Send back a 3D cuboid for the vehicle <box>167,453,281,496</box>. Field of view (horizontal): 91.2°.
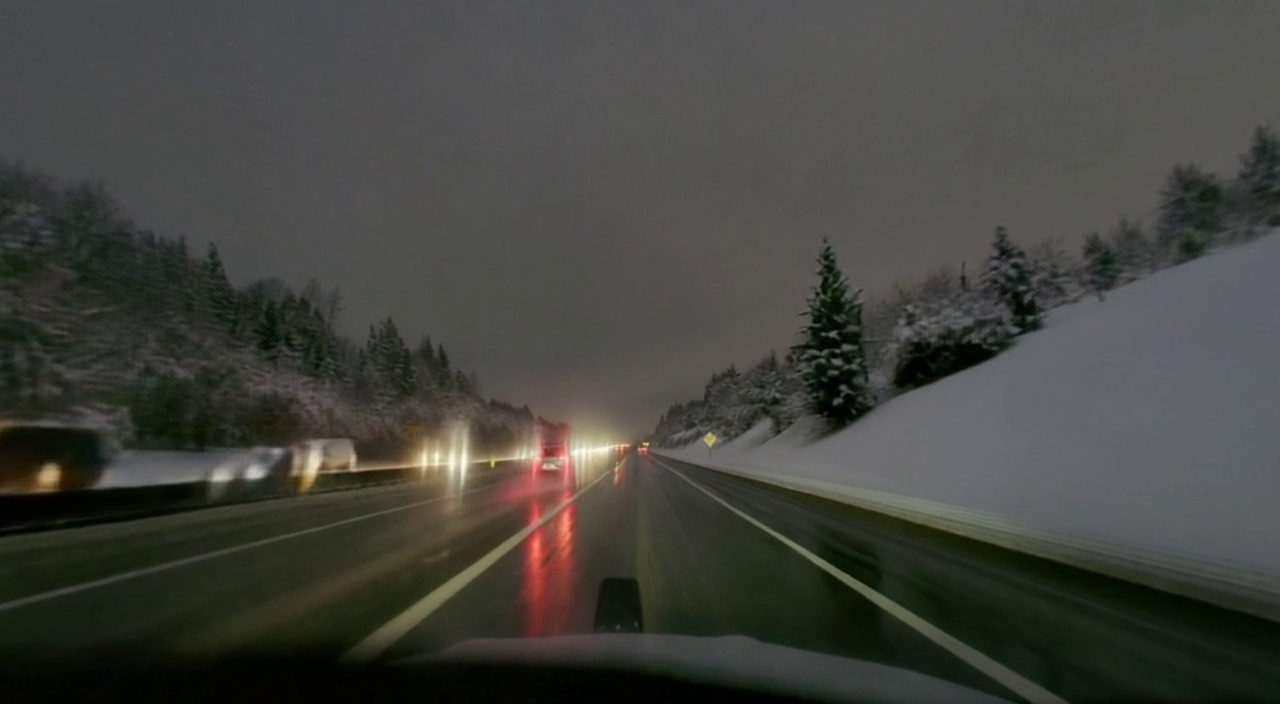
[{"bbox_3d":[-15.747,4.635,24.007,1.747,1.445,3.820,0,-9,0],"label":"vehicle"}]

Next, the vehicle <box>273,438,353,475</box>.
[{"bbox_3d":[-23.598,7.537,45.581,2.328,2.459,6.171,-1,-9,1],"label":"vehicle"}]

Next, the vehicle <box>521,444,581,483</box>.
[{"bbox_3d":[-3.702,4.719,26.787,1.933,1.497,3.973,0,-9,1],"label":"vehicle"}]
